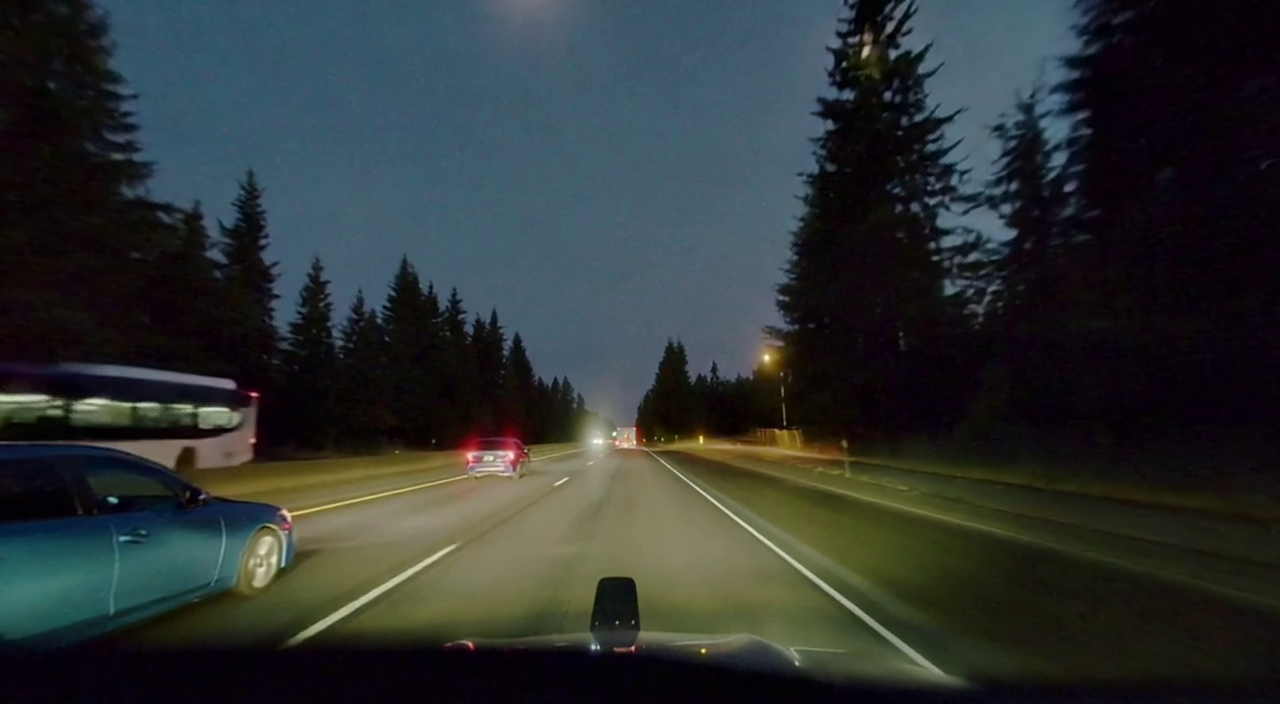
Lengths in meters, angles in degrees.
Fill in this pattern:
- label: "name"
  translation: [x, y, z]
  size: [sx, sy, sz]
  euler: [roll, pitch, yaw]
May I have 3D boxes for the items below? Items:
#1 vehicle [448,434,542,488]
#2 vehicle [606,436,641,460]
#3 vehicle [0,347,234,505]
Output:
- label: "vehicle"
  translation: [-4.245, 3.237, 19.124]
  size: [1.907, 1.445, 4.049]
  euler: [0, -8, 0]
- label: "vehicle"
  translation: [-1.035, 6.185, 40.787]
  size: [2.162, 1.460, 4.242]
  euler: [0, -8, -1]
- label: "vehicle"
  translation: [-17.031, 2.289, 18.844]
  size: [3.018, 3.781, 10.320]
  euler: [0, -8, -1]
